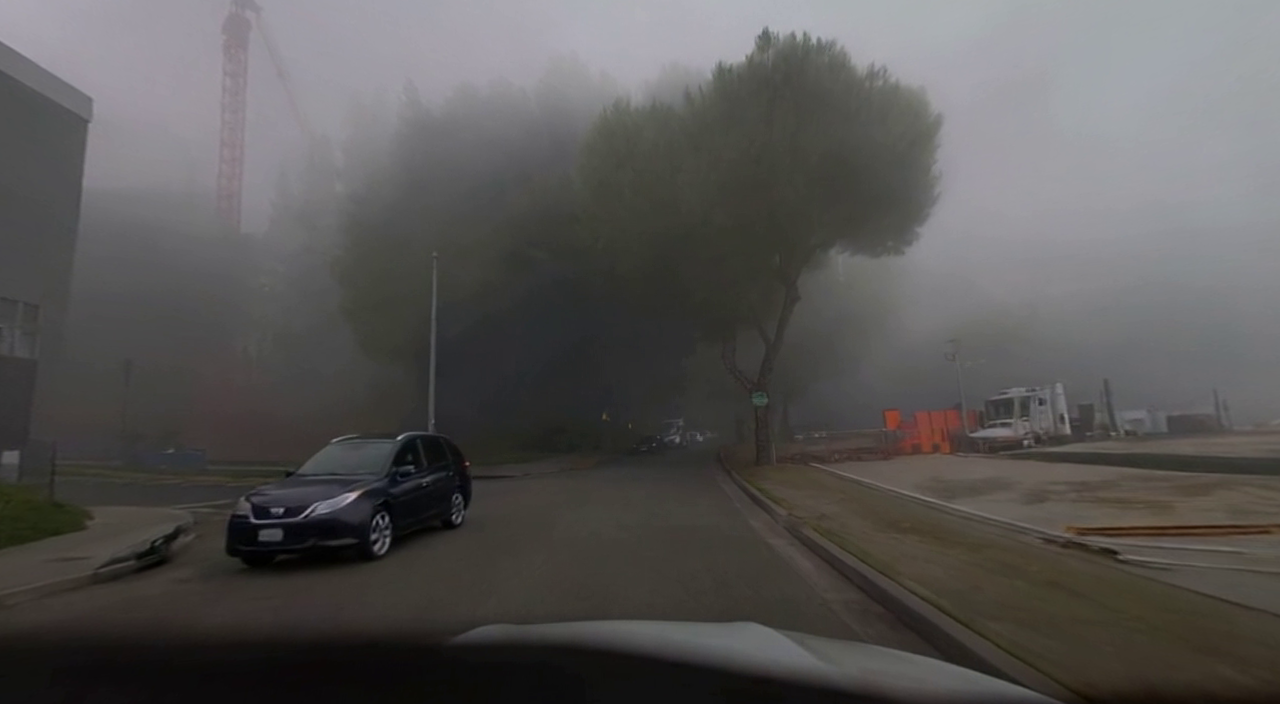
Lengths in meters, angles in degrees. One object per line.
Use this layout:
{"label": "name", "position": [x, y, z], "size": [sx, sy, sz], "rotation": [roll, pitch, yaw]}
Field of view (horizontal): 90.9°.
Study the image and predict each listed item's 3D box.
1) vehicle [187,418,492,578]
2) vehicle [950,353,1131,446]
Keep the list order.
{"label": "vehicle", "position": [-3.677, 1.819, 8.780], "size": [1.967, 1.646, 4.192], "rotation": [-1, -8, 4]}
{"label": "vehicle", "position": [18.884, 2.596, 30.865], "size": [3.031, 3.863, 9.734], "rotation": [-1, -8, 4]}
